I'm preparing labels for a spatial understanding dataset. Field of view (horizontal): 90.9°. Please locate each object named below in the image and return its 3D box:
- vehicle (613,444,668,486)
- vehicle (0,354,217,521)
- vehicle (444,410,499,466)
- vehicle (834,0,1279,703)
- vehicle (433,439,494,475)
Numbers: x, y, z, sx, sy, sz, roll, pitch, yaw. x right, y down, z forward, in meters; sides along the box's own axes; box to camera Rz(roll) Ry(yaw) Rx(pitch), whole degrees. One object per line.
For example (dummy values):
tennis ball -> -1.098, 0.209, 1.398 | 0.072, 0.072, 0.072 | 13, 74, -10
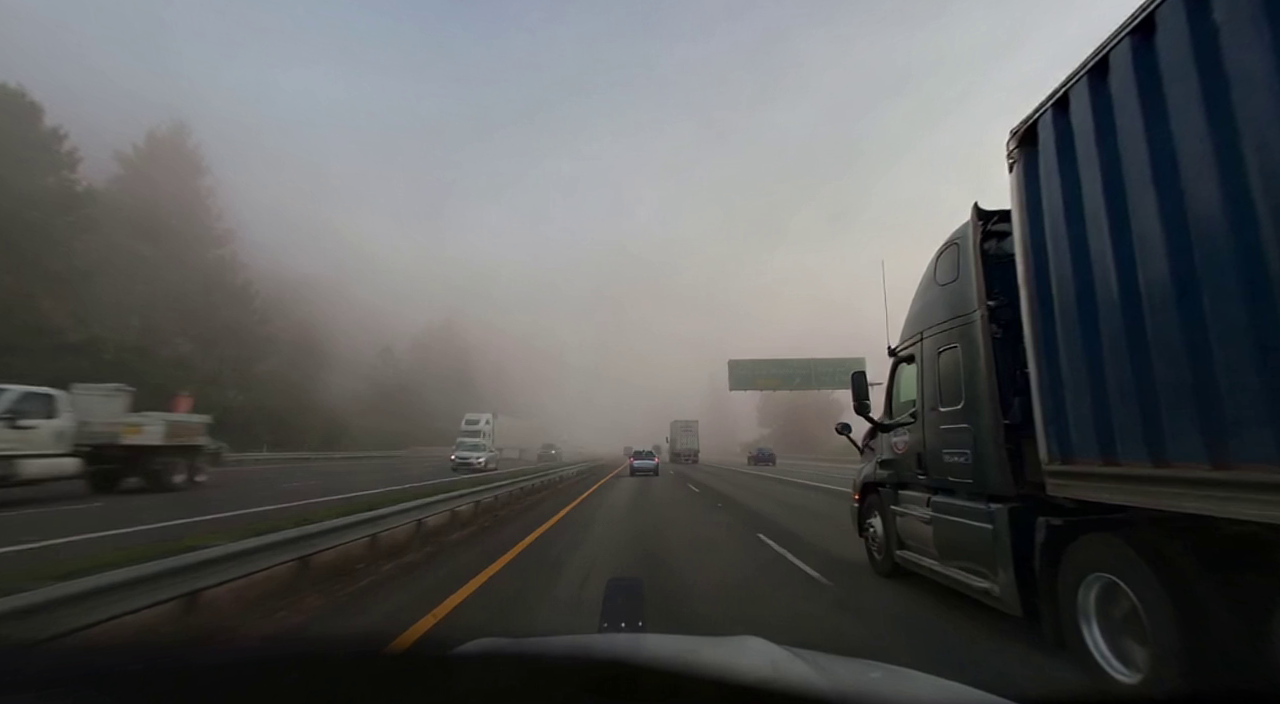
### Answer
vehicle -> -0.006, 4.658, 26.332 | 2.111, 1.599, 3.859 | 0, -9, -1
vehicle -> -11.716, 1.660, 11.925 | 2.523, 2.698, 6.861 | 0, -9, 1
vehicle -> -12.266, 6.332, 46.145 | 3.045, 3.890, 2.977 | 0, -9, 0
vehicle -> 3.511, 0.296, 2.943 | 2.975, 2.936, 6.573 | 0, -9, -1
vehicle -> -7.902, 4.747, 28.558 | 1.740, 1.474, 3.855 | 0, -9, -1
